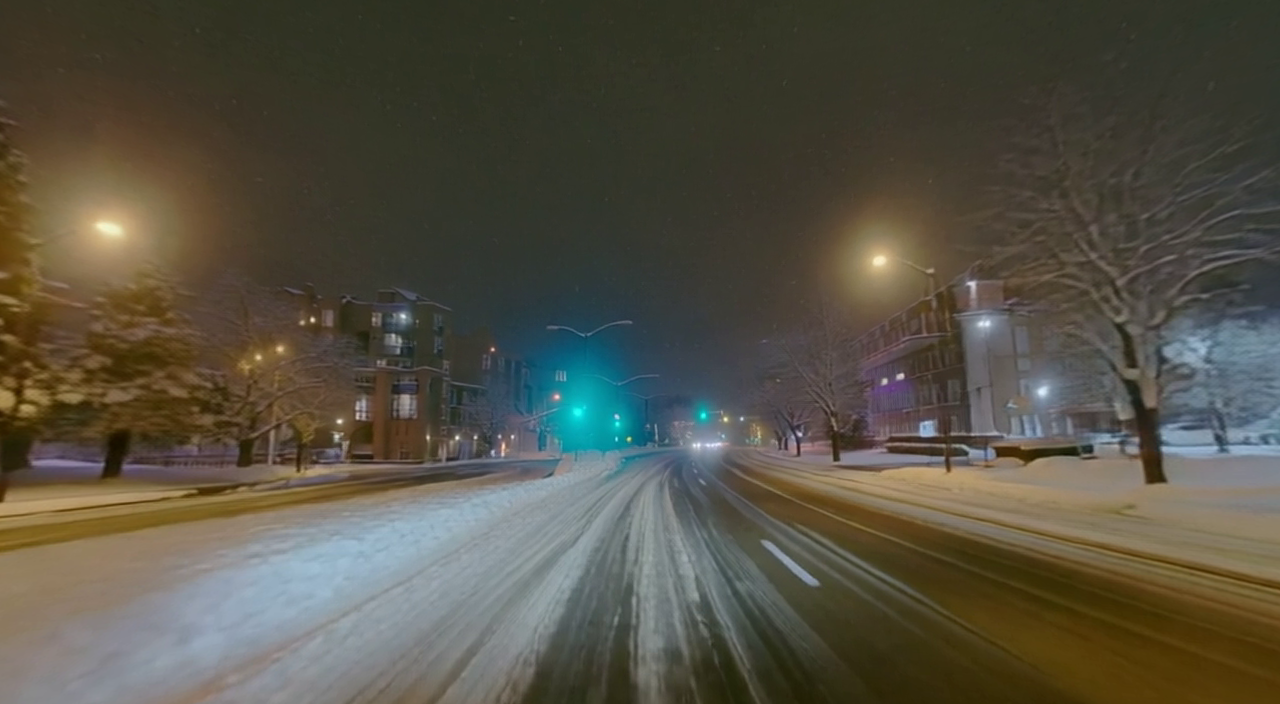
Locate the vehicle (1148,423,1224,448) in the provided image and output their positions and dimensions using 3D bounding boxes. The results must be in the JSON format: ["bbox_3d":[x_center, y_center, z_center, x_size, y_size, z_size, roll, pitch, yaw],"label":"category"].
[{"bbox_3d":[33.871,5.203,39.224,3.693,1.473,1.643,2,-8,-14],"label":"vehicle"}]

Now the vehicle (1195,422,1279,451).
[{"bbox_3d":[35.161,4.971,36.959,3.934,1.500,1.956,0,-9,-13],"label":"vehicle"}]

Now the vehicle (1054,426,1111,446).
[{"bbox_3d":[33.141,6.305,47.291,3.328,1.385,1.570,1,-9,-14],"label":"vehicle"}]
